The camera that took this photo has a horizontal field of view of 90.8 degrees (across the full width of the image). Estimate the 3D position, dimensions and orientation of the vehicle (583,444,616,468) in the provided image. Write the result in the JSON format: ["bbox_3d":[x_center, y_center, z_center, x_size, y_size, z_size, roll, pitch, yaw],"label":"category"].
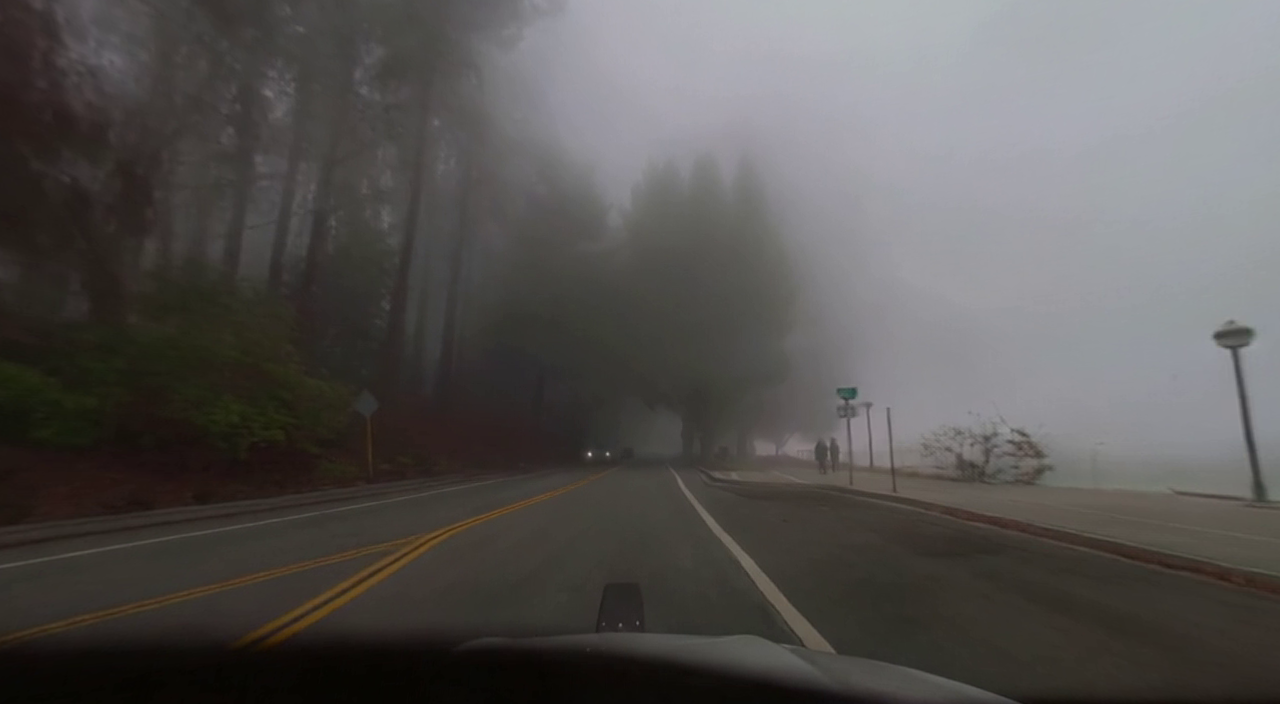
[{"bbox_3d":[-2.909,7.562,46.239,1.898,1.606,3.927,-1,-8,3],"label":"vehicle"}]
